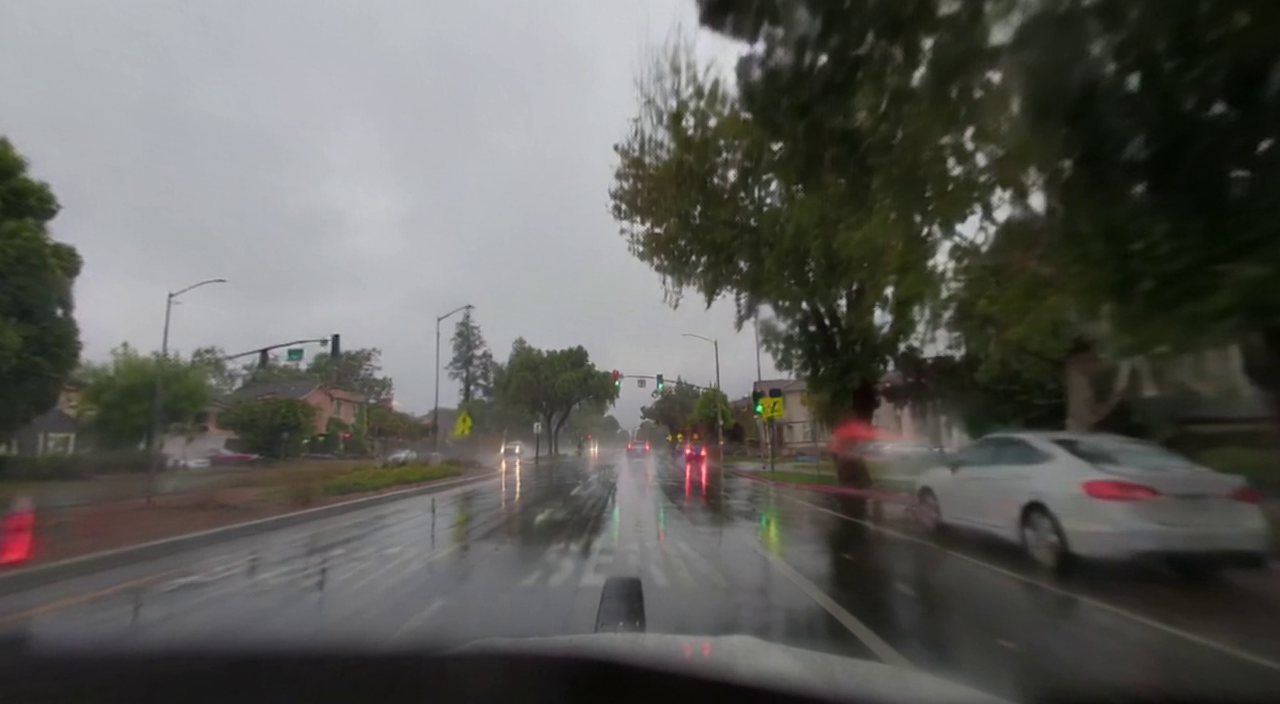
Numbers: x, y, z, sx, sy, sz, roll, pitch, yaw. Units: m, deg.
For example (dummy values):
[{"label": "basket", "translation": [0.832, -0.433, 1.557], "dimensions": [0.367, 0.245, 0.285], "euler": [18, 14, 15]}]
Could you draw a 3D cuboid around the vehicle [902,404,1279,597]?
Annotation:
[{"label": "vehicle", "translation": [5.510, 1.738, 8.208], "dimensions": [2.070, 1.710, 4.964], "euler": [0, -9, 0]}]

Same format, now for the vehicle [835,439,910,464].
[{"label": "vehicle", "translation": [16.823, 7.214, 45.803], "dimensions": [4.561, 1.723, 2.030], "euler": [0, -9, -5]}]
